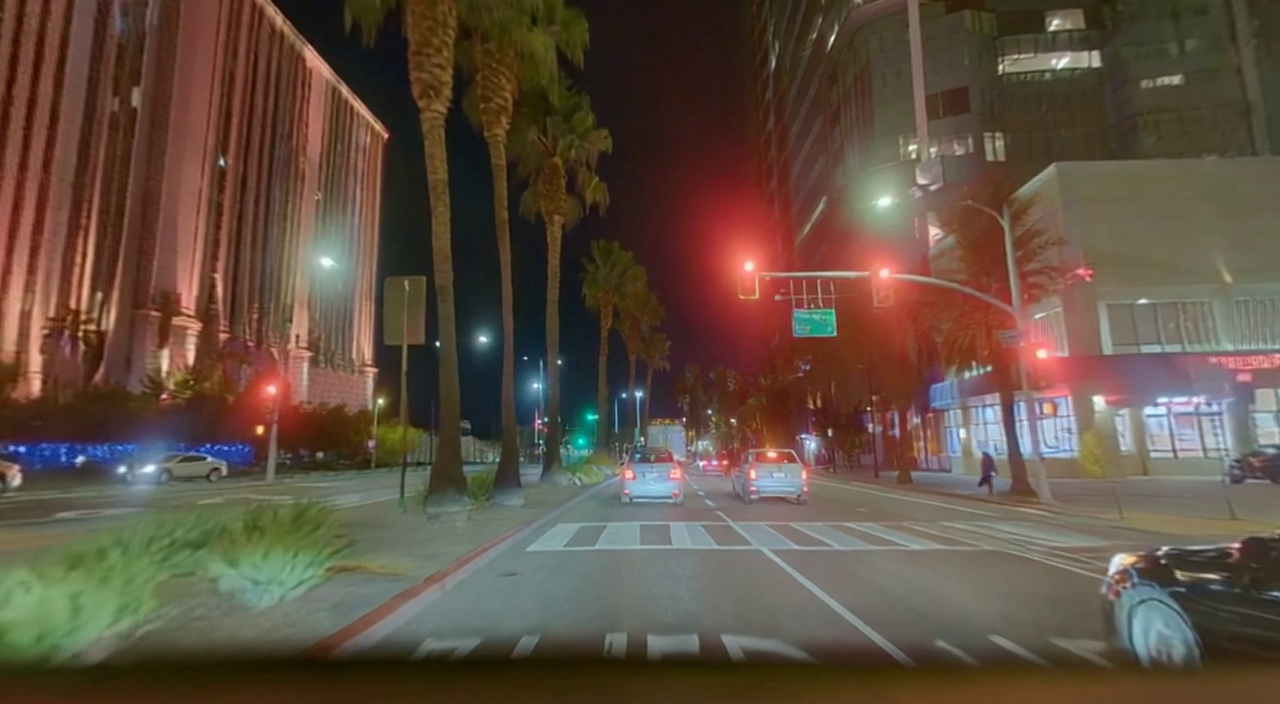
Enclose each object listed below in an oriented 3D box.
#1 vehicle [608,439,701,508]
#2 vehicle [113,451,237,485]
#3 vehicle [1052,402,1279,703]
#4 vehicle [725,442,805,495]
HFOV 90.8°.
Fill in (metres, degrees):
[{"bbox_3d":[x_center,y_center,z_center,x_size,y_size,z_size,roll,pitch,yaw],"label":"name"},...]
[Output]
[{"bbox_3d":[0.384,2.973,15.869,2.048,1.503,3.681,0,-8,2],"label":"vehicle"},{"bbox_3d":[-22.154,5.512,30.371,1.809,1.472,4.601,-2,-9,13],"label":"vehicle"},{"bbox_3d":[3.557,0.834,1.734,1.920,1.490,4.417,0,-8,1],"label":"vehicle"},{"bbox_3d":[3.883,3.661,20.229,1.909,1.500,3.524,0,-8,1],"label":"vehicle"}]
